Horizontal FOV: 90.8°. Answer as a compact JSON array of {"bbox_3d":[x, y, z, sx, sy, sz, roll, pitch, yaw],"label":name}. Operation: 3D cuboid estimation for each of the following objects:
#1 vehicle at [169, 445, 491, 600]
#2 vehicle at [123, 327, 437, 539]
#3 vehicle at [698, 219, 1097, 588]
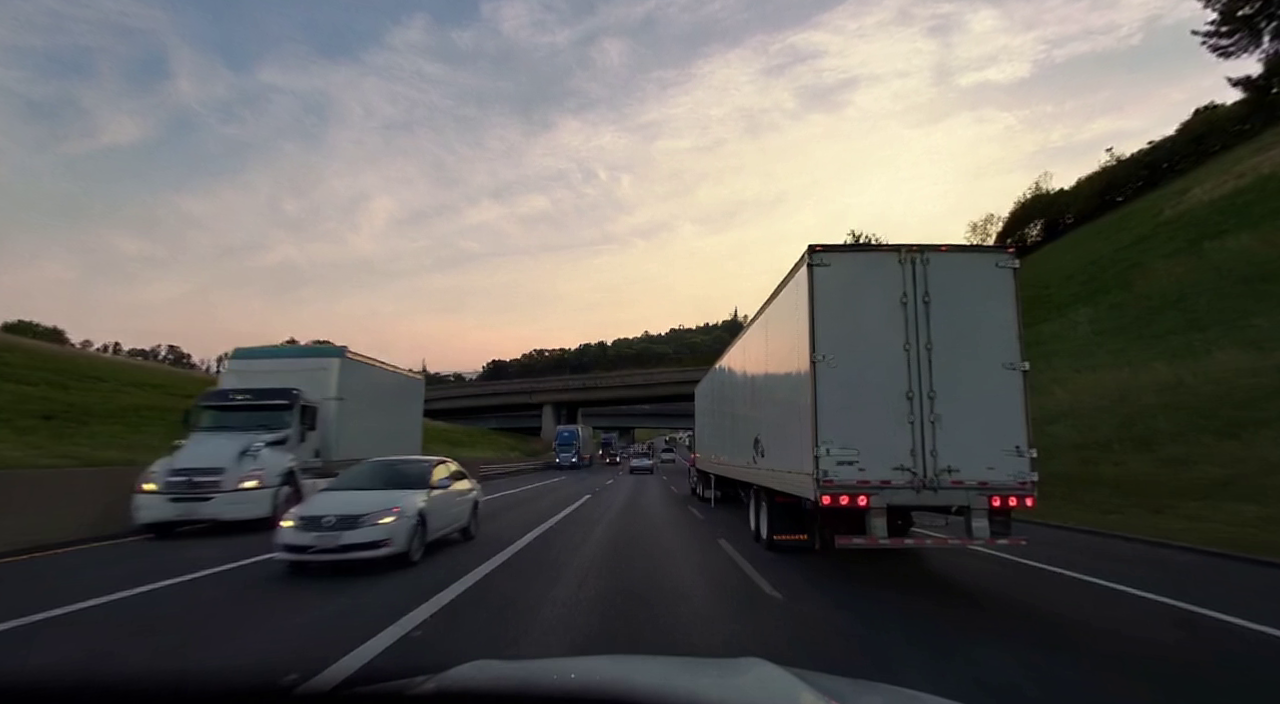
[{"bbox_3d":[-3.490,1.970,8.210,1.982,1.462,4.171,0,-9,1],"label":"vehicle"},{"bbox_3d":[-6.847,1.780,13.586,2.600,3.374,6.892,0,-8,0],"label":"vehicle"},{"bbox_3d":[3.376,1.552,13.884,2.845,4.071,14.008,0,-9,0],"label":"vehicle"}]
